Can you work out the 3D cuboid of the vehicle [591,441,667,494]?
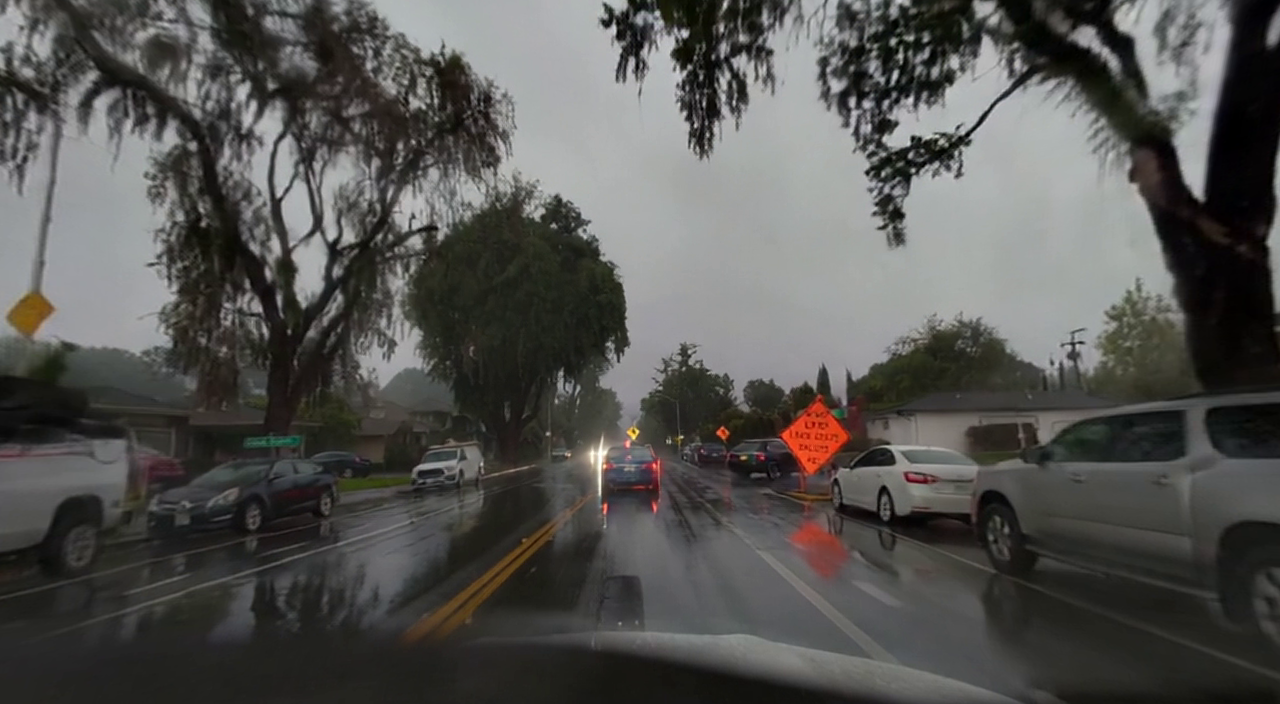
[{"bbox_3d":[-0.281,3.606,20.025,2.151,1.481,4.084,0,-9,1],"label":"vehicle"}]

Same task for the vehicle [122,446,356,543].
[{"bbox_3d":[-8.056,2.844,13.313,2.036,1.676,4.440,0,-9,-1],"label":"vehicle"}]

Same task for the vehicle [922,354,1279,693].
[{"bbox_3d":[4.837,1.220,5.135,2.279,1.946,5.925,0,-9,0],"label":"vehicle"}]

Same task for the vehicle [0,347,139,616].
[{"bbox_3d":[-7.620,1.194,5.636,2.526,2.631,4.228,0,-9,3],"label":"vehicle"}]

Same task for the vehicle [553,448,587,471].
[{"bbox_3d":[-5.106,7.697,45.311,1.997,1.464,4.925,2,-9,-11],"label":"vehicle"}]

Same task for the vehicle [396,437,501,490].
[{"bbox_3d":[-8.174,4.829,27.694,2.659,2.047,6.014,0,-9,1],"label":"vehicle"}]

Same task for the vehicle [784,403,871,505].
[{"bbox_3d":[5.235,2.868,17.895,1.409,2.648,2.645,0,-8,-4],"label":"vehicle"}]

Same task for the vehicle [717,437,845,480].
[{"bbox_3d":[6.497,4.860,28.989,5.503,1.853,2.218,-3,-9,17],"label":"vehicle"}]
